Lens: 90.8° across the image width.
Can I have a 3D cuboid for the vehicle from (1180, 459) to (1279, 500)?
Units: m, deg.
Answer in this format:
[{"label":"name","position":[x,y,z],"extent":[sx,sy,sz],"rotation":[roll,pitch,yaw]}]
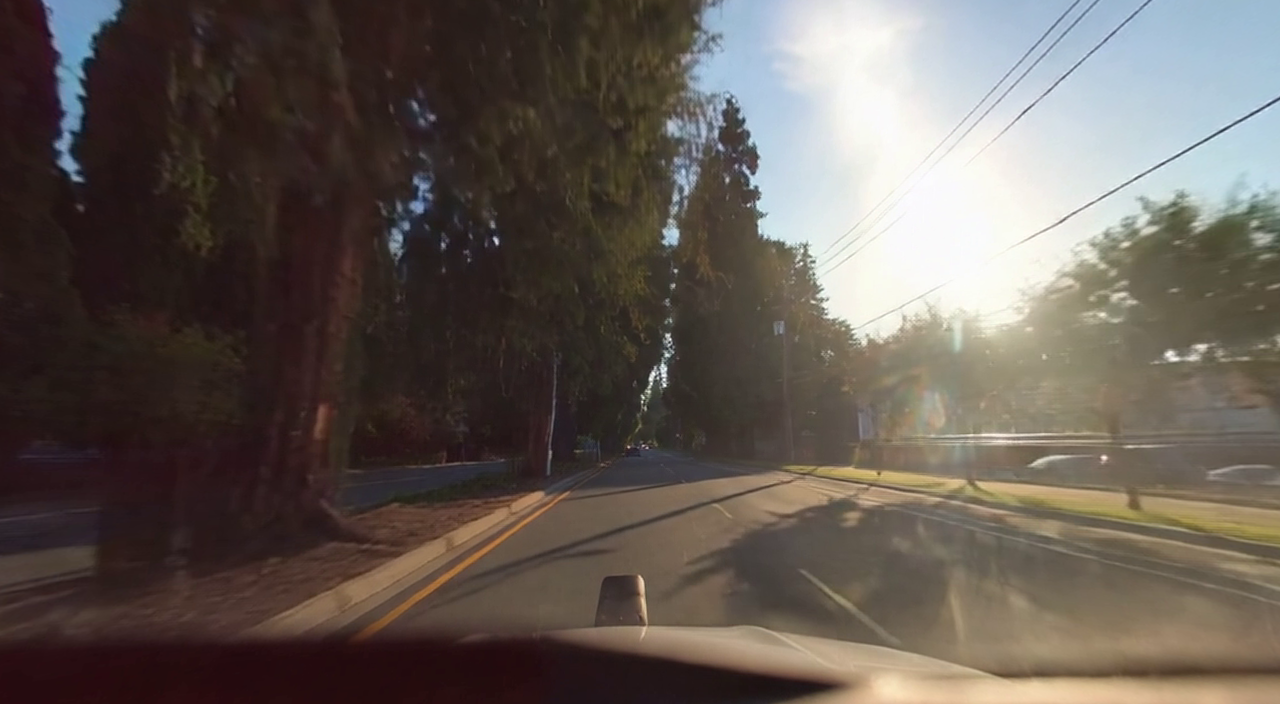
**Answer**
[{"label":"vehicle","position":[23.583,4.808,23.996],"extent":[4.239,1.407,1.841],"rotation":[-1,-8,4]}]
